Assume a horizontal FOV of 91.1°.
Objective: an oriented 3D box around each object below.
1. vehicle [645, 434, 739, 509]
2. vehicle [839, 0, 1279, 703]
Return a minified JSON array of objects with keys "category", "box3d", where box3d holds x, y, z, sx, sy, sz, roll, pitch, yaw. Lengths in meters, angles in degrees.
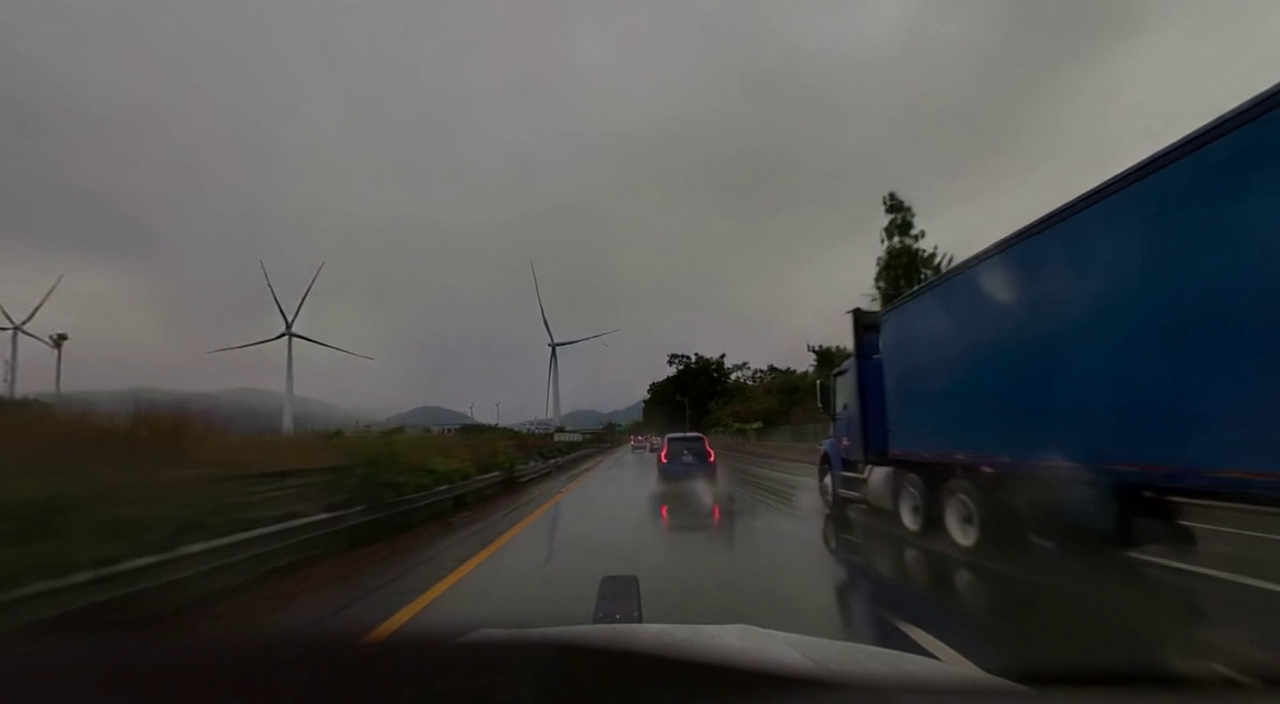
[{"category":"vehicle","box3d":[1.152,2.911,15.988,2.038,1.624,4.312,0,-8,0]},{"category":"vehicle","box3d":[4.881,-0.343,2.356,3.129,4.126,14.913,0,-8,-1]}]
